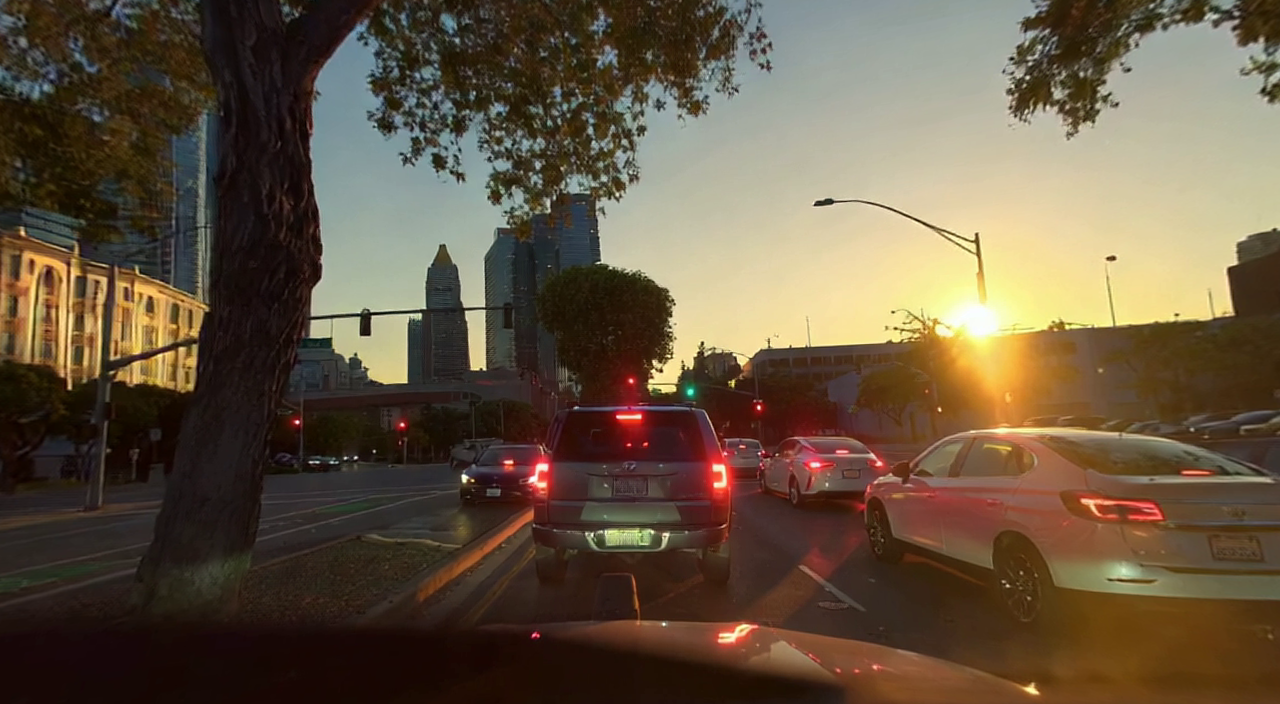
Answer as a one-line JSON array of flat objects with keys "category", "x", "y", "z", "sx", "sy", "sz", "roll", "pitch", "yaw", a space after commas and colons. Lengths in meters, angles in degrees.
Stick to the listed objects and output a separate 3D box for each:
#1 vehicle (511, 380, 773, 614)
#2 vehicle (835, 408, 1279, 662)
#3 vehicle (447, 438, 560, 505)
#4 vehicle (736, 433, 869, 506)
[{"category": "vehicle", "x": -0.036, "y": 1.458, "z": 7.275, "sx": 2.038, "sy": 1.819, "sz": 4.505, "roll": 0, "pitch": -8, "yaw": -1}, {"category": "vehicle", "x": 3.636, "y": 1.417, "z": 6.079, "sx": 1.995, "sy": 1.483, "sz": 4.533, "roll": 0, "pitch": -8, "yaw": -1}, {"category": "vehicle", "x": -3.308, "y": 2.983, "z": 16.213, "sx": 1.913, "sy": 1.464, "sz": 4.276, "roll": 0, "pitch": -8, "yaw": 0}, {"category": "vehicle", "x": 3.646, "y": 2.711, "z": 15.068, "sx": 1.940, "sy": 1.474, "sz": 4.234, "roll": 0, "pitch": -8, "yaw": -1}]
